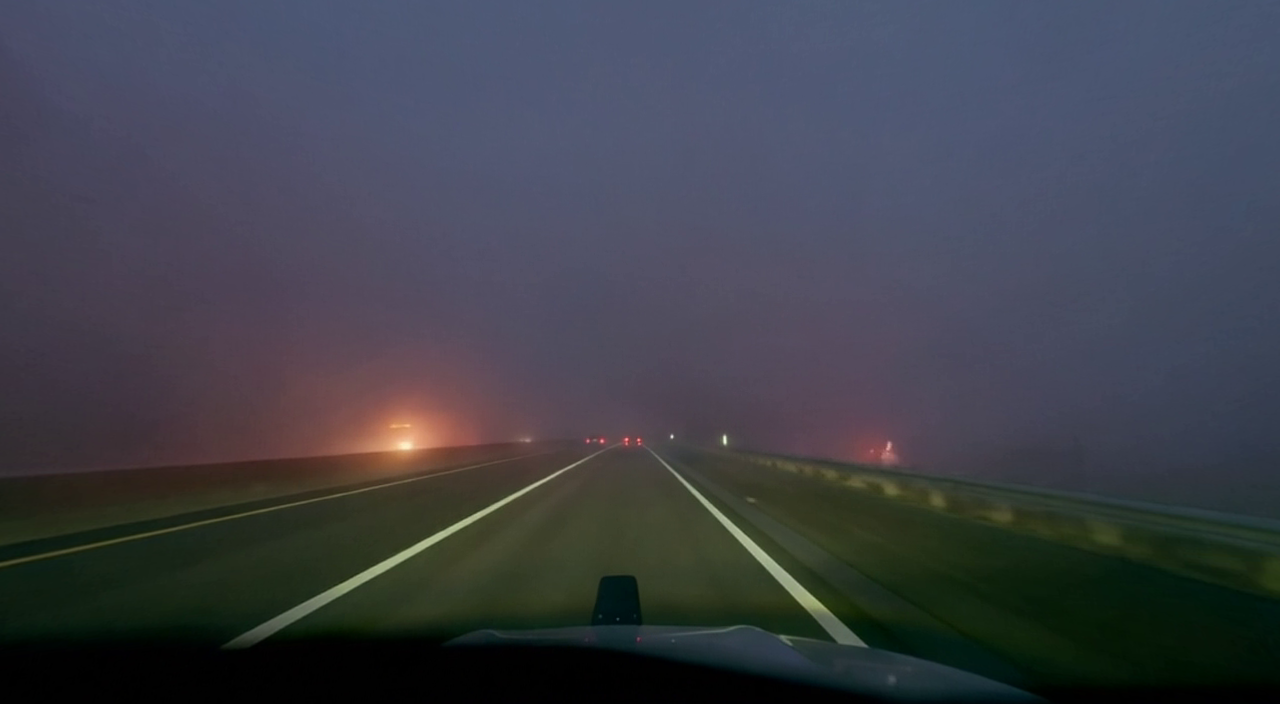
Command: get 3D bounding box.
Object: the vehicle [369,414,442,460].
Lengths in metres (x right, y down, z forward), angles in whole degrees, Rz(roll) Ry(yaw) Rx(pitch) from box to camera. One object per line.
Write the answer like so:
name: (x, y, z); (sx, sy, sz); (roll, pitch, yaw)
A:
vehicle: (-17.791, 6.527, 48.302); (2.875, 3.201, 7.109); (0, -8, 0)
